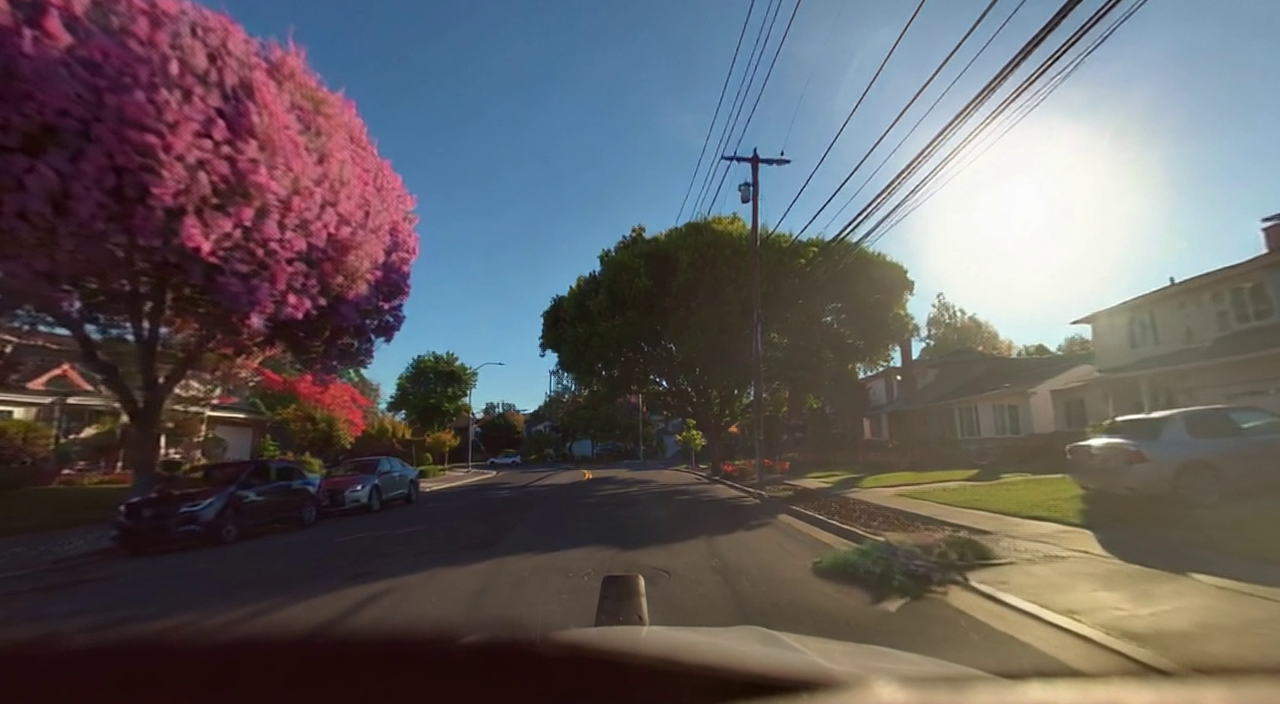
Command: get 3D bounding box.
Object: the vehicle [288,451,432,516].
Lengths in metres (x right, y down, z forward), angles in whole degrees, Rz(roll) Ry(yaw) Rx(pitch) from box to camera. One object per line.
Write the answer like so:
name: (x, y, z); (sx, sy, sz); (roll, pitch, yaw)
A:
vehicle: (-7.312, 3.446, 17.083); (1.896, 1.484, 4.298); (0, -9, 0)

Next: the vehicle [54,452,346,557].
vehicle: (-7.558, 2.604, 11.609); (2.034, 1.493, 4.524); (0, -9, 1)

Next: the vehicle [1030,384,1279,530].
vehicle: (8.629, 1.482, 9.540); (4.025, 1.738, 1.920); (-6, -9, -1)
